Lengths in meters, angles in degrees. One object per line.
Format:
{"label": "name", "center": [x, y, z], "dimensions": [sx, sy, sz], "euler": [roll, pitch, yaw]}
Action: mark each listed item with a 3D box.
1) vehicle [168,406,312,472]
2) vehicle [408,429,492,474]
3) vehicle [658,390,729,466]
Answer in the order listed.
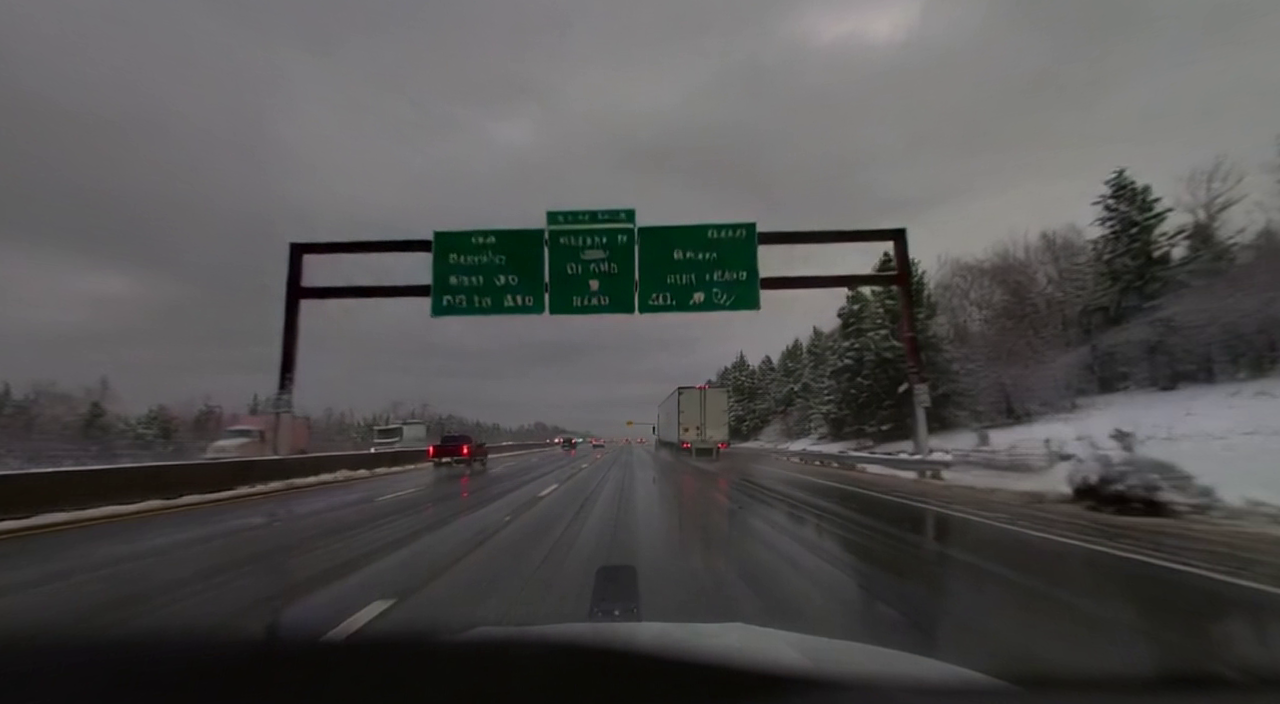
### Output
{"label": "vehicle", "center": [-23.297, 5.143, 37.460], "dimensions": [2.898, 3.444, 8.348], "euler": [0, -8, 1]}
{"label": "vehicle", "center": [-7.625, 4.025, 25.831], "dimensions": [2.076, 1.636, 4.597], "euler": [0, -8, -1]}
{"label": "vehicle", "center": [2.819, 4.551, 37.337], "dimensions": [2.760, 3.710, 12.230], "euler": [0, -7, -2]}
